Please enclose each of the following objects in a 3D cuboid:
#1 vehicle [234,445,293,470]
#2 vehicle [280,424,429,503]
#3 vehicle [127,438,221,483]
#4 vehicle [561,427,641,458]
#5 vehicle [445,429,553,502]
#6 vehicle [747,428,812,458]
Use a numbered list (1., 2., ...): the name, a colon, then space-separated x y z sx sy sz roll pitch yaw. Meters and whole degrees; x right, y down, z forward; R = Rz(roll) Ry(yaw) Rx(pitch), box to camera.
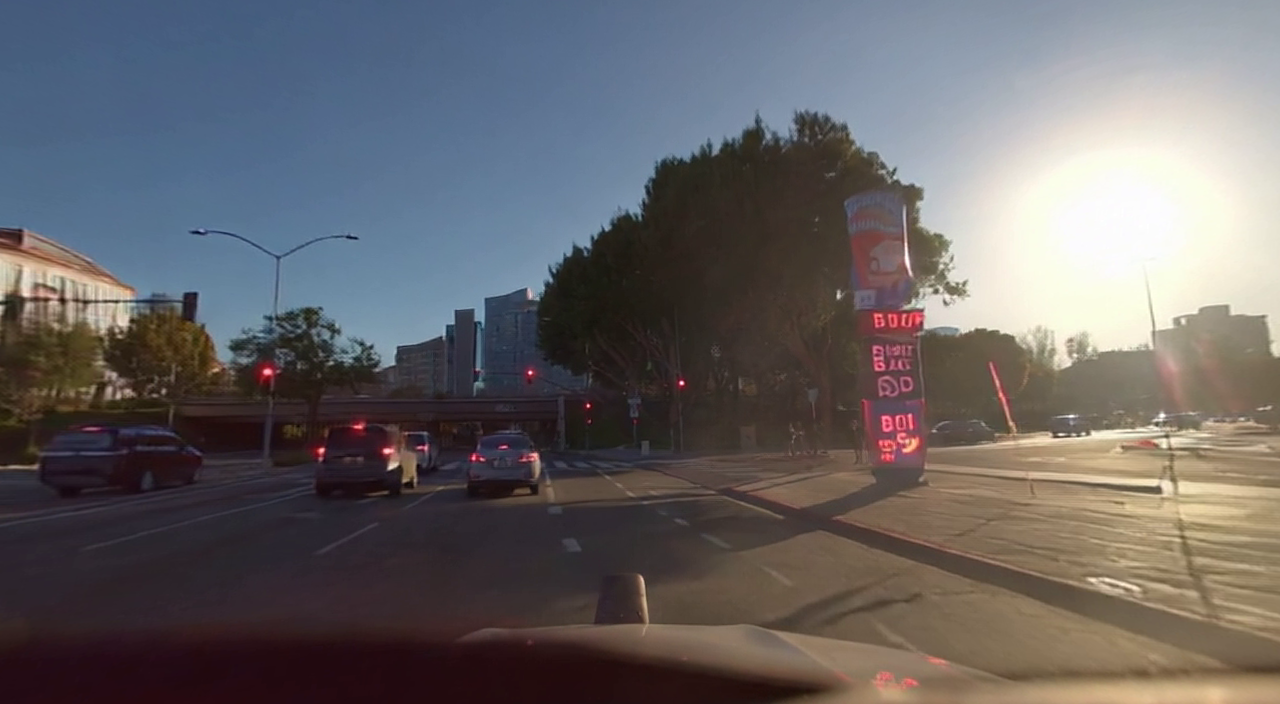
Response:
1. vehicle: -24.740 6.923 41.713 1.911 1.478 4.559 1 -9 -12
2. vehicle: -6.714 2.656 15.533 2.057 1.610 4.891 1 -8 -9
3. vehicle: -22.082 5.208 30.145 1.863 1.722 4.328 -7 -9 -12
4. vehicle: -2.508 6.016 41.970 5.144 1.954 2.122 0 -8 1
5. vehicle: -3.294 2.689 15.492 2.176 1.489 4.518 1 -8 -9
6. vehicle: 8.243 5.351 37.083 1.908 1.622 4.166 -7 -11 41
